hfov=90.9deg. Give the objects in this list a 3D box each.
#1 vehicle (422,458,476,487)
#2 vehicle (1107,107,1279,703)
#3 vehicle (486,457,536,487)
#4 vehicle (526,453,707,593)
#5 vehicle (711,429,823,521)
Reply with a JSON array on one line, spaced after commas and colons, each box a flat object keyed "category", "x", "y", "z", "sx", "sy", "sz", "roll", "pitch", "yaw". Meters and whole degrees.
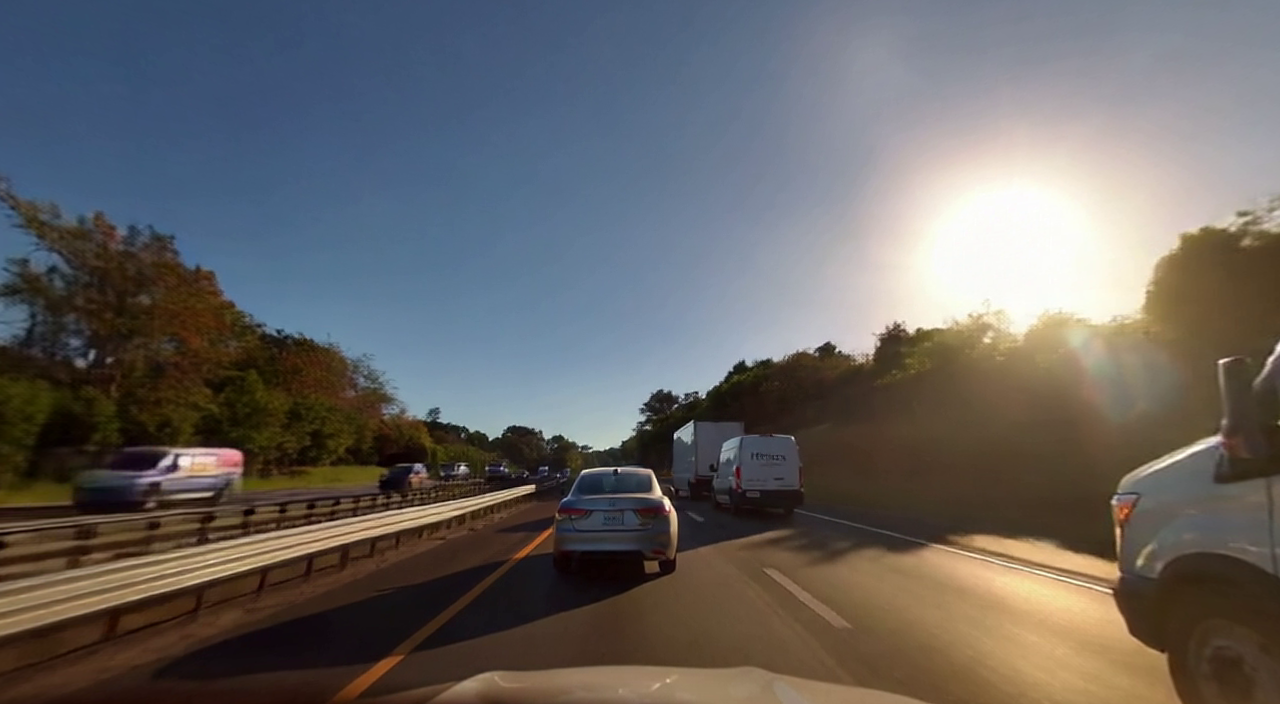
[{"category": "vehicle", "x": -10.850, "y": 6.915, "z": 36.153, "sx": 1.872, "sy": 1.510, "sz": 4.266, "roll": 1, "pitch": -11, "yaw": -2}, {"category": "vehicle", "x": 5.540, "y": -0.290, "z": 0.608, "sx": 2.890, "sy": 3.726, "sz": 9.269, "roll": 1, "pitch": -11, "yaw": 0}, {"category": "vehicle", "x": -7.465, "y": 7.018, "z": 36.930, "sx": 2.069, "sy": 1.628, "sz": 4.479, "roll": 1, "pitch": -11, "yaw": -1}, {"category": "vehicle", "x": -0.290, "y": 2.209, "z": 8.692, "sx": 1.980, "sy": 1.493, "sz": 3.410, "roll": 1, "pitch": -11, "yaw": -1}, {"category": "vehicle", "x": 3.876, "y": 3.961, "z": 20.481, "sx": 2.328, "sy": 2.537, "sz": 5.290, "roll": 1, "pitch": -11, "yaw": -2}]
